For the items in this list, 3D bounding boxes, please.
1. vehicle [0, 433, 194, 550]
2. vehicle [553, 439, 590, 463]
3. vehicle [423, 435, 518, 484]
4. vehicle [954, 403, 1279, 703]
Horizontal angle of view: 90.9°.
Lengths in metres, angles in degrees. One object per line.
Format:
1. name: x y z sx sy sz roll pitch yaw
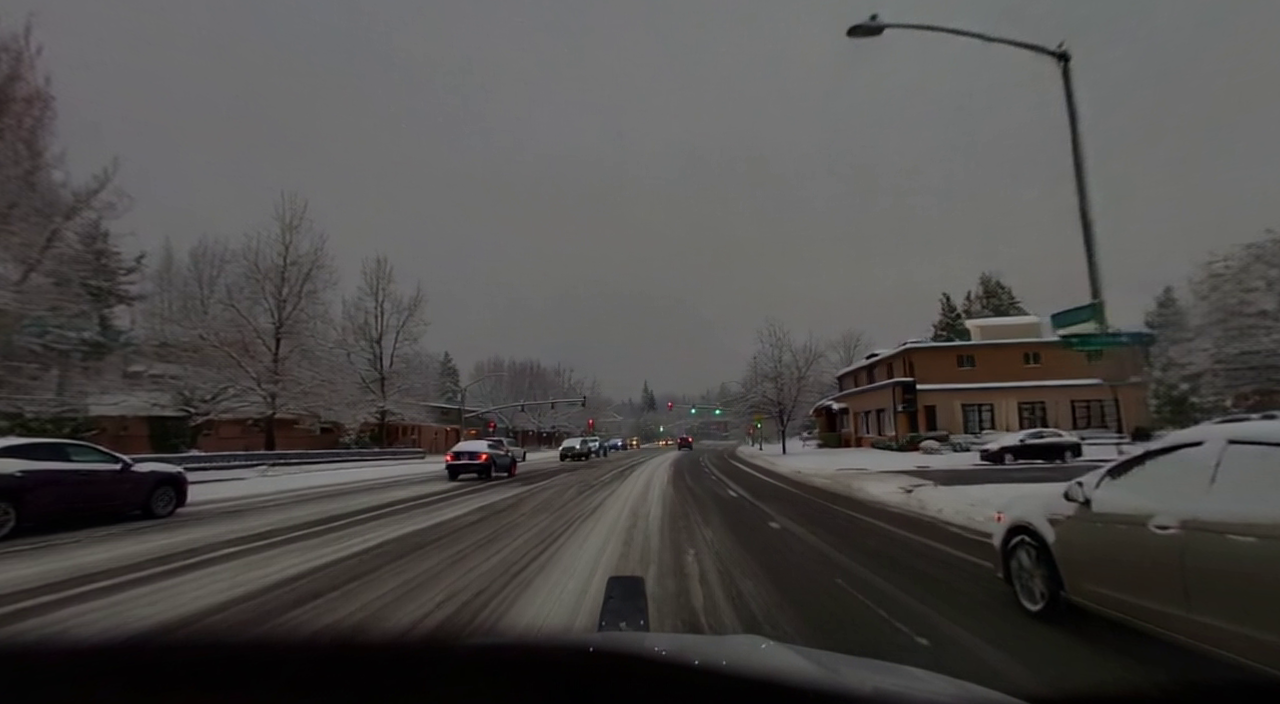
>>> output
1. vehicle: -9.595 2.086 9.874 1.951 1.554 4.444 0 -8 0
2. vehicle: -4.766 6.966 44.332 1.870 1.616 3.765 -1 -9 6
3. vehicle: -6.037 3.887 23.045 1.988 1.597 4.404 -1 -8 4
4. vehicle: 3.852 1.062 3.353 2.003 1.494 4.705 0 -8 1
